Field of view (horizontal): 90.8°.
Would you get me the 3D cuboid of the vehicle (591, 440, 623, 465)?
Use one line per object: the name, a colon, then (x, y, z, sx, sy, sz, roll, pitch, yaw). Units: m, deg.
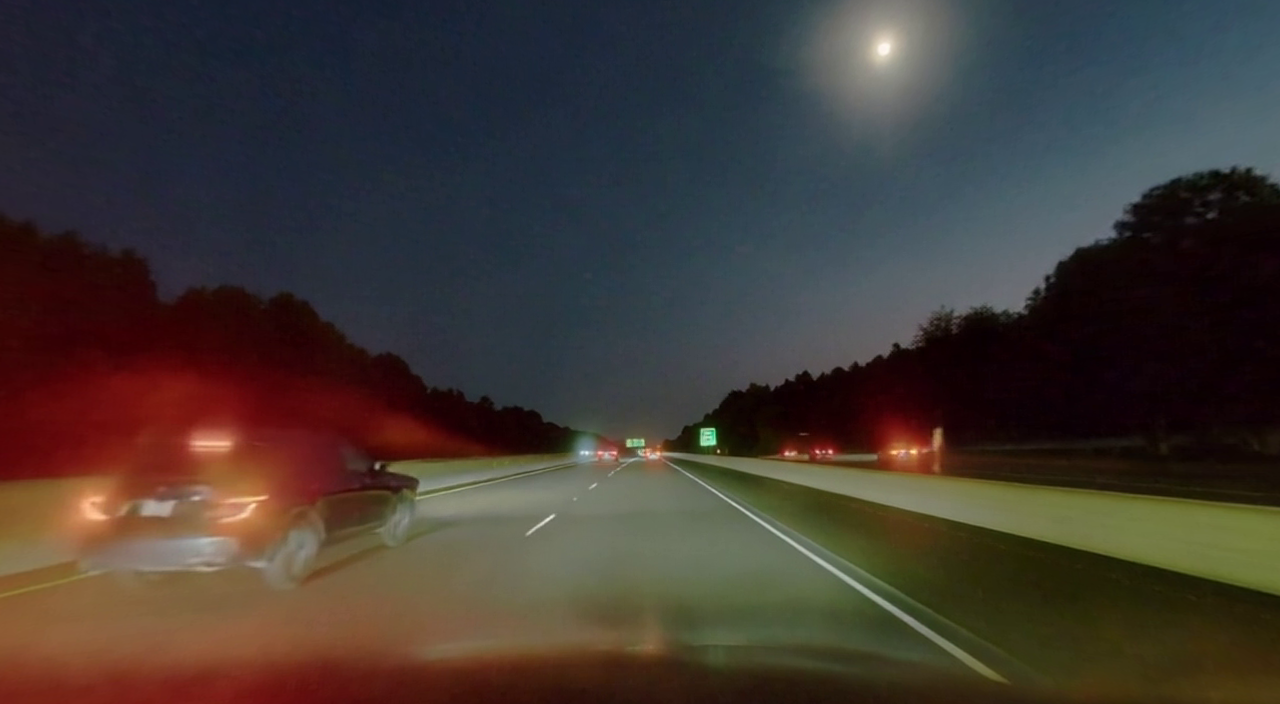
vehicle: (-2.545, 7.866, 49.315, 2.143, 1.853, 4.123, 0, -9, 2)

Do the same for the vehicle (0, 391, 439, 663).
vehicle: (-3.680, 1.380, 6.038, 2.037, 1.638, 4.274, 0, -9, 1)
